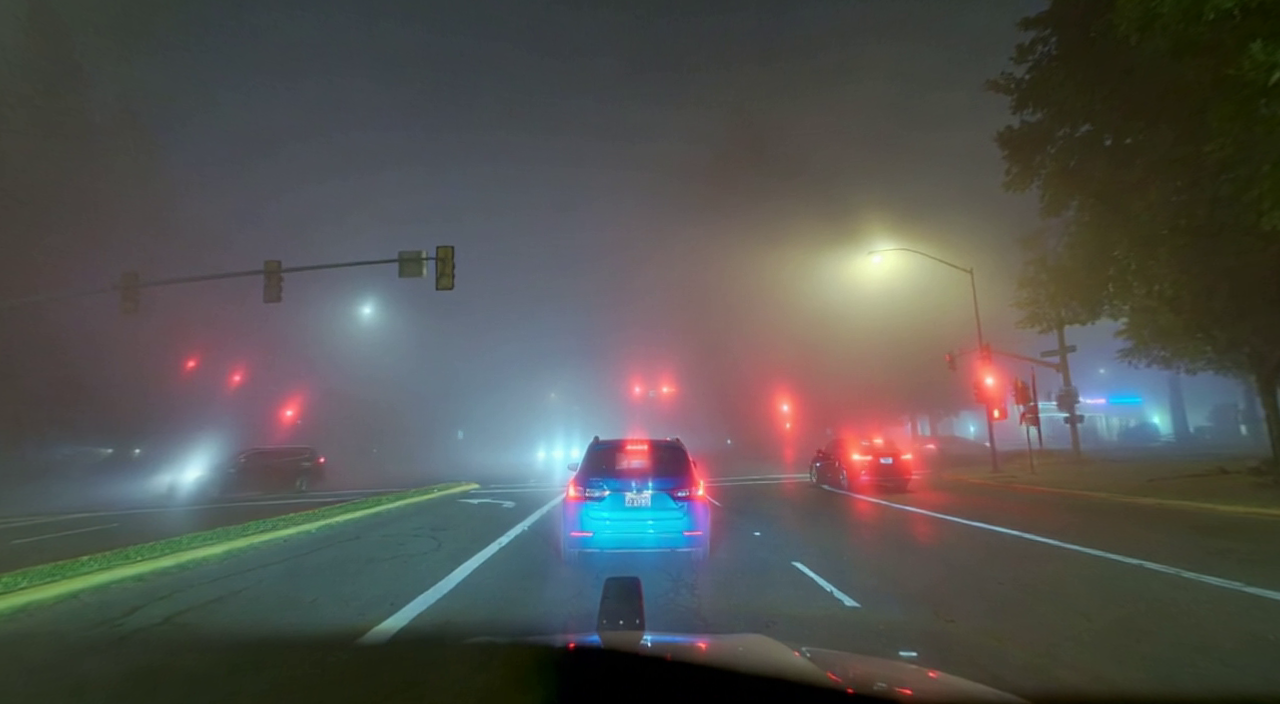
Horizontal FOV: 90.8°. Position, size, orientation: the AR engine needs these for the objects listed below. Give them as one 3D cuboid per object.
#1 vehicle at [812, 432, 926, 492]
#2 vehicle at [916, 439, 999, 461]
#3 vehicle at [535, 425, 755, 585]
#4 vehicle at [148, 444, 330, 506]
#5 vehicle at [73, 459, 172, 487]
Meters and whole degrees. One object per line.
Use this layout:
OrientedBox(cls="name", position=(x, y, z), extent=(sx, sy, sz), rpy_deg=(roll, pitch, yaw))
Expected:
OrientedBox(cls="vehicle", position=(7.065, 3.436, 20.067), extent=(2.039, 1.692, 4.319), rpy_deg=(0, -8, 1))
OrientedBox(cls="vehicle", position=(21.926, 6.782, 43.757), extent=(4.563, 1.454, 2.056), rpy_deg=(-1, -8, 3))
OrientedBox(cls="vehicle", position=(-0.009, 1.762, 8.140), extent=(2.070, 1.488, 4.206), rpy_deg=(0, -8, -2))
OrientedBox(cls="vehicle", position=(-12.482, 3.814, 20.148), extent=(2.097, 1.710, 4.649), rpy_deg=(-2, -9, 13))
OrientedBox(cls="vehicle", position=(-32.397, 7.555, 39.645), extent=(4.401, 1.625, 1.863), rpy_deg=(0, -8, -4))
